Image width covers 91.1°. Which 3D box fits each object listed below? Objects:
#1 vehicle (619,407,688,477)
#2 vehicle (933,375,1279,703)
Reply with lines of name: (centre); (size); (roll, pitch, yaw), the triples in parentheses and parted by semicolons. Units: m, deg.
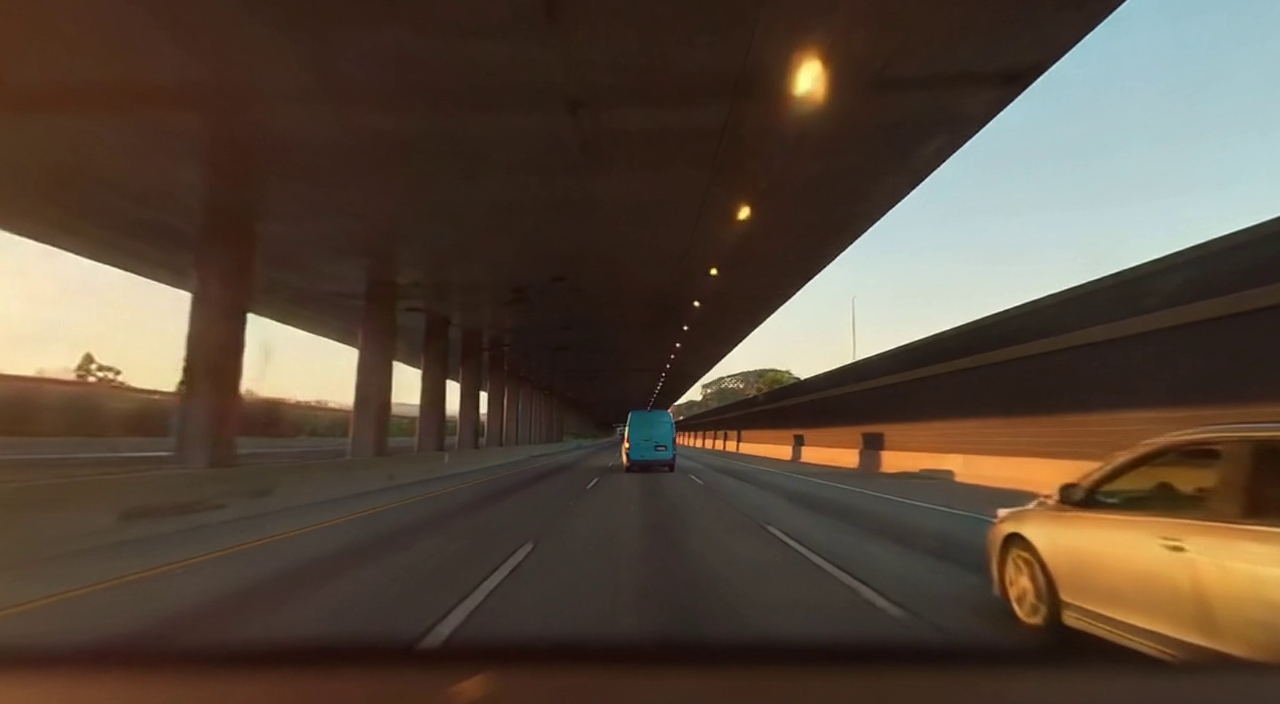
vehicle: (0.443, 3.541, 24.930); (2.404, 2.459, 5.229); (0, -8, -1)
vehicle: (3.341, 0.925, 2.754); (2.095, 1.553, 4.069); (0, -8, -1)
